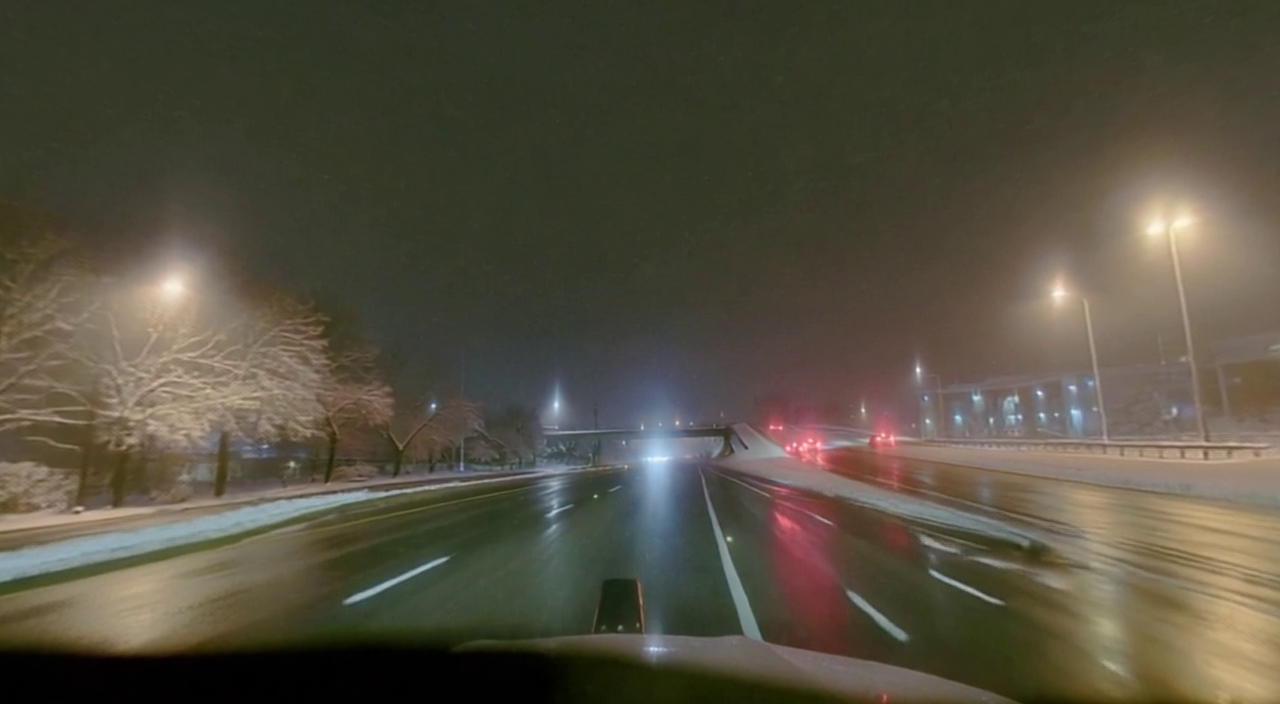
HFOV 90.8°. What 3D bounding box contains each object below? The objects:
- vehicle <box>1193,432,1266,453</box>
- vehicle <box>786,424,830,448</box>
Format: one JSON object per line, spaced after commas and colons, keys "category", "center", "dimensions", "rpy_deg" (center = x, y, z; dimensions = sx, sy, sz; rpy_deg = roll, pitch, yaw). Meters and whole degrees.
{"category": "vehicle", "center": [43.495, 6.708, 46.671], "dimensions": [1.812, 1.481, 3.505], "rpy_deg": [1, -8, -6]}
{"category": "vehicle", "center": [11.332, 5.737, 42.806], "dimensions": [2.048, 1.516, 3.874], "rpy_deg": [-1, -8, 2]}
